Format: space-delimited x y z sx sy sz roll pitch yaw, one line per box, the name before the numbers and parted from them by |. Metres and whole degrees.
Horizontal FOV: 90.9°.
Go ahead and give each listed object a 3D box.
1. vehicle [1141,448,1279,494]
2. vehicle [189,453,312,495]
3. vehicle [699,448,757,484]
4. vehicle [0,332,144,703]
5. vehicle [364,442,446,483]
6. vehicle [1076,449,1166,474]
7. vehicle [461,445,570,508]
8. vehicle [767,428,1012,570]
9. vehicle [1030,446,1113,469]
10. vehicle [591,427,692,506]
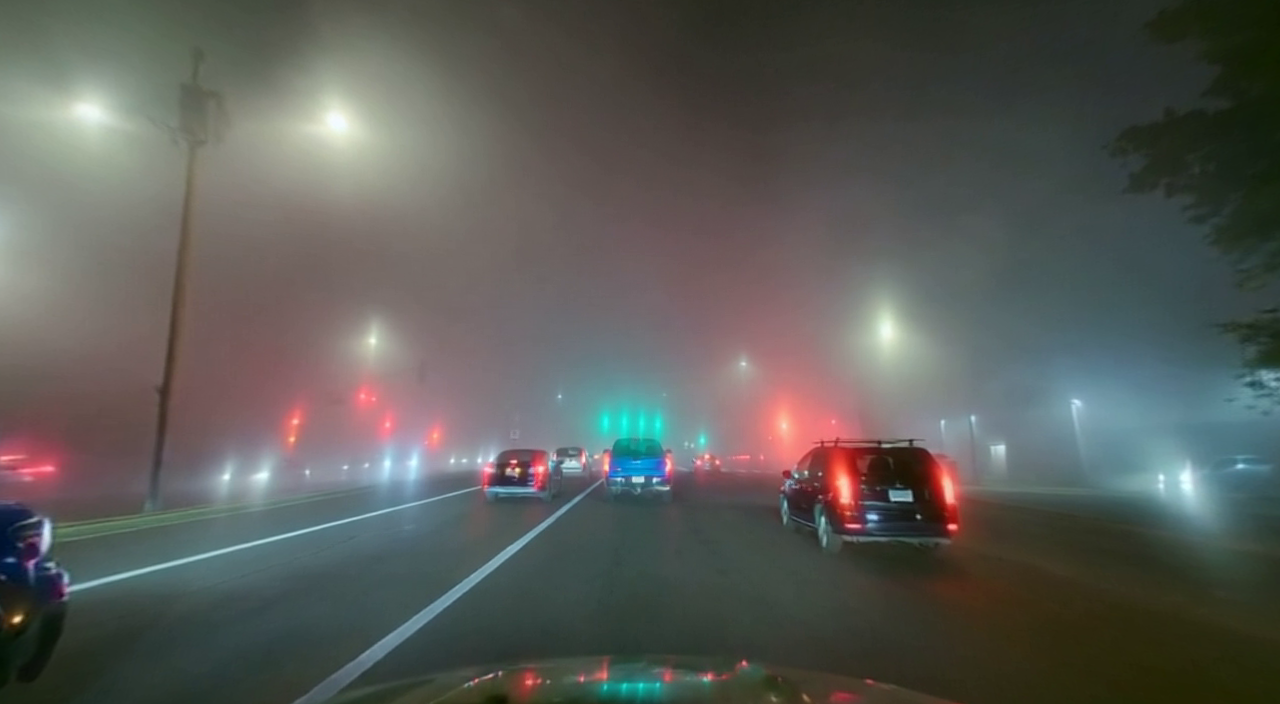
vehicle | 22.257 4.382 23.648 2.003 1.515 4.939 3 -9 -22
vehicle | -15.283 4.771 25.103 1.932 1.449 4.545 0 -8 1
vehicle | 3.935 5.137 28.853 1.968 1.472 4.456 0 -8 0
vehicle | -3.576 0.559 0.824 1.994 1.759 4.709 0 -8 0
vehicle | -11.648 5.485 31.638 2.150 1.838 4.981 0 -8 0
vehicle | 32.054 7.295 42.099 4.345 1.437 1.896 -2 -8 4
vehicle | -3.222 3.298 17.300 1.986 1.465 4.509 0 -8 1
vehicle | 3.318 2.014 9.444 1.955 1.628 4.152 0 -8 0
vehicle | 32.387 7.951 47.403 4.631 1.658 1.900 -2 -9 10
vehicle | 0.036 3.191 18.072 2.493 1.934 4.957 0 -8 0
